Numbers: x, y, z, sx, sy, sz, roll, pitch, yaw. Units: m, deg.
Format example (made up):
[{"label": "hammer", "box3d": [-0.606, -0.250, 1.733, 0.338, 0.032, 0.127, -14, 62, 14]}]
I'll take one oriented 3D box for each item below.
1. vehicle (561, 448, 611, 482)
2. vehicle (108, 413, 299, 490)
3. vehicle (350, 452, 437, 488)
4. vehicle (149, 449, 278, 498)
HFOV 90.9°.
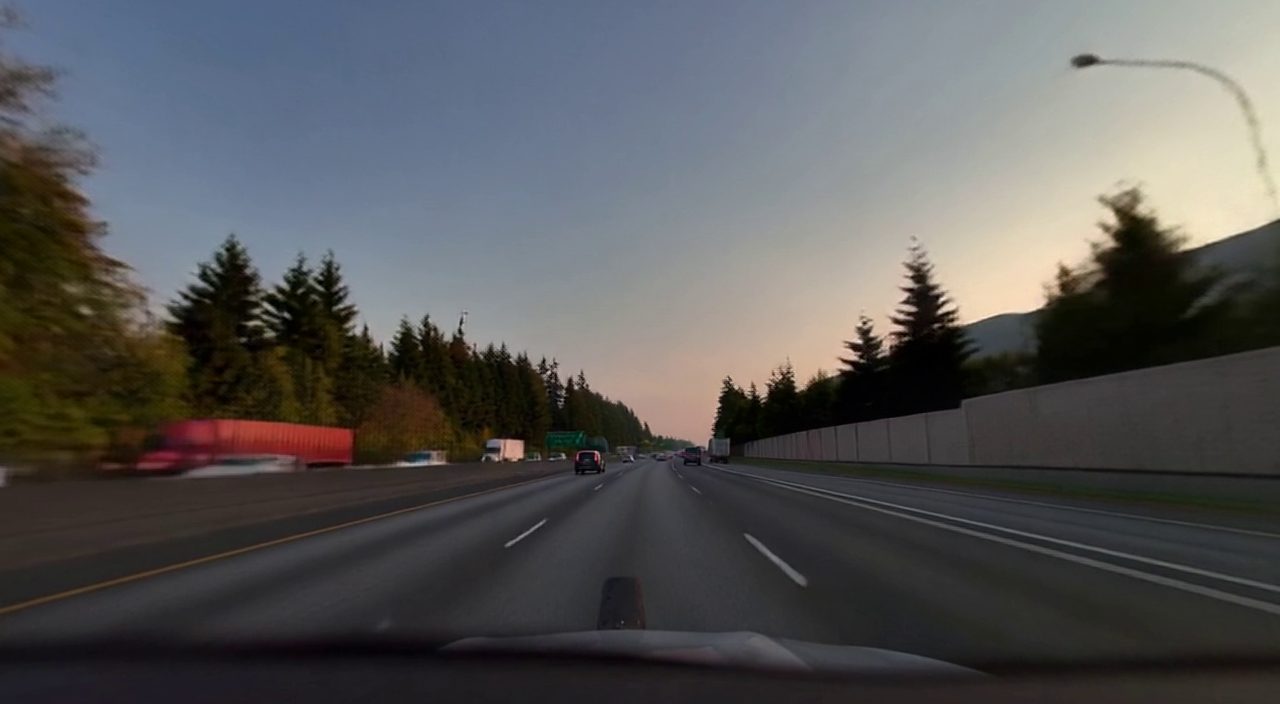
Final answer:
[{"label": "vehicle", "box3d": [-2.552, 5.452, 30.734, 2.035, 1.513, 4.272, 0, -9, 1]}, {"label": "vehicle", "box3d": [-21.304, 5.002, 31.777, 2.966, 3.287, 8.905, -1, -9, 2]}, {"label": "vehicle", "box3d": [-10.713, 5.125, 27.736, 1.910, 1.434, 4.421, -1, -9, 2]}, {"label": "vehicle", "box3d": [-14.187, 4.023, 21.223, 1.728, 1.475, 3.566, -1, -9, 2]}]
